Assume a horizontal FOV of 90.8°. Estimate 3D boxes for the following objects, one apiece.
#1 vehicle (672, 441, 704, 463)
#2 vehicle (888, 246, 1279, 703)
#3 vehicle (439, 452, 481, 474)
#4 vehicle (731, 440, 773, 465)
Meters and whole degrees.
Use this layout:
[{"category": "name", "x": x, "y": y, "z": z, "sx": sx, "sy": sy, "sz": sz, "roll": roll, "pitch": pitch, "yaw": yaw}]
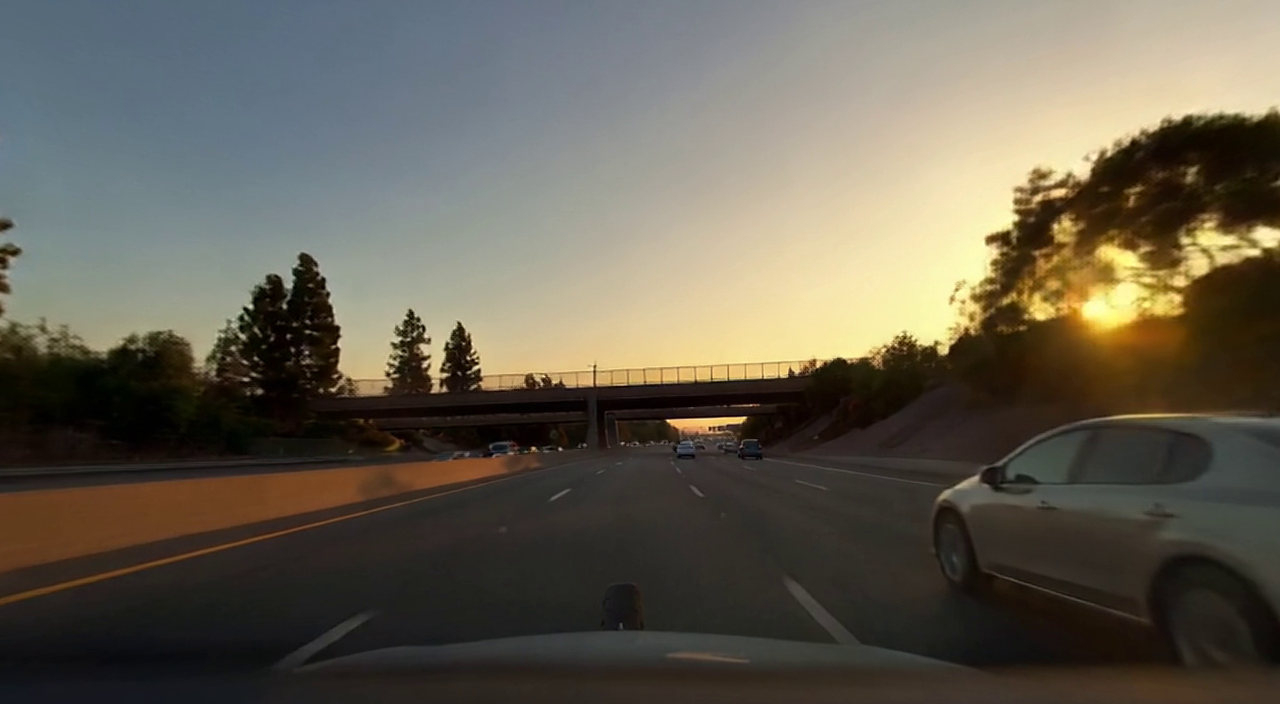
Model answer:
[{"category": "vehicle", "x": 3.424, "y": 7.202, "z": 45.534, "sx": 1.981, "sy": 1.471, "sz": 4.342, "roll": 0, "pitch": -9, "yaw": 0}, {"category": "vehicle", "x": 3.753, "y": 0.734, "z": 3.057, "sx": 2.693, "sy": 2.044, "sz": 5.882, "roll": 0, "pitch": -9, "yaw": 0}, {"category": "vehicle", "x": -14.098, "y": 8.735, "z": 49.830, "sx": 1.851, "sy": 1.460, "sz": 4.715, "roll": -3, "pitch": -8, "yaw": 1}, {"category": "vehicle", "x": 7.321, "y": 6.622, "z": 41.753, "sx": 1.989, "sy": 1.529, "sz": 4.375, "roll": 0, "pitch": -9, "yaw": 0}]
